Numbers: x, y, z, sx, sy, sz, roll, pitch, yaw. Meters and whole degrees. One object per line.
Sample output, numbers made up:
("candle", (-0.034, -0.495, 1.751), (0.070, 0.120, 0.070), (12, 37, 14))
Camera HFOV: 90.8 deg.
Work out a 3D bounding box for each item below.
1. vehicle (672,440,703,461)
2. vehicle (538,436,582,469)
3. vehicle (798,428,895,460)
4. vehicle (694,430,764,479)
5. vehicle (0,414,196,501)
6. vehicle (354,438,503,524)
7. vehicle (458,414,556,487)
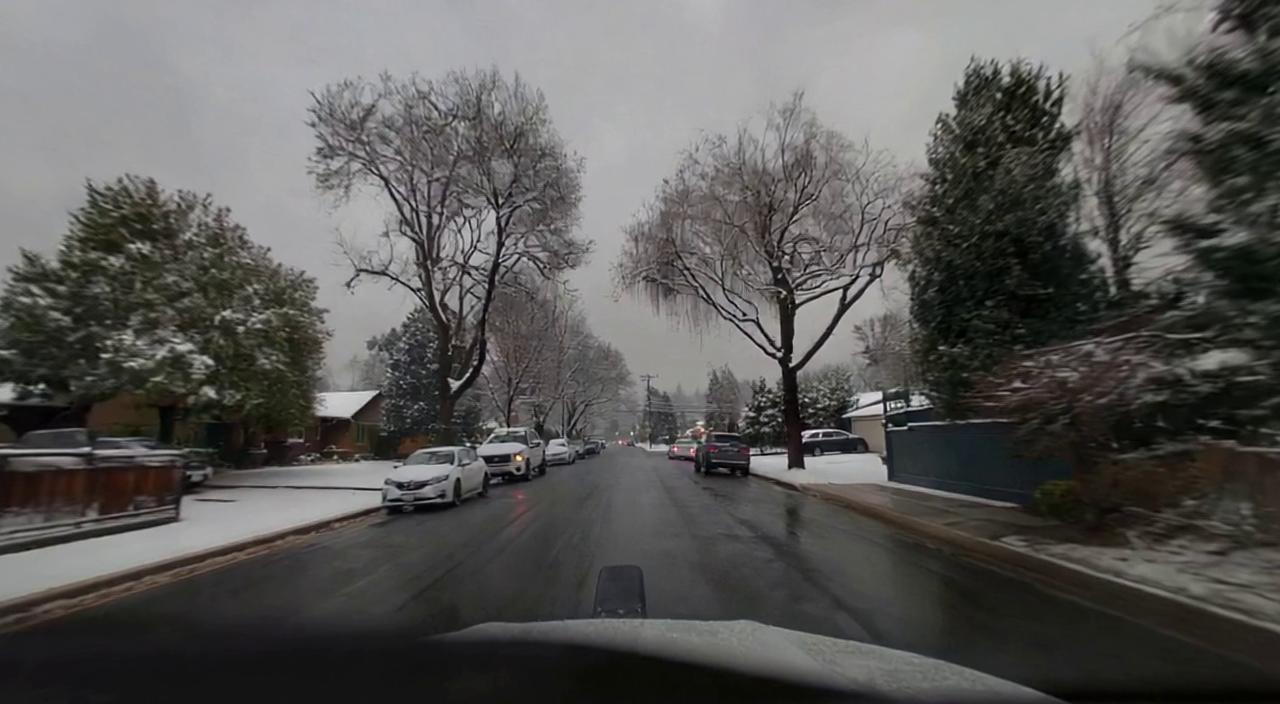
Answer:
("vehicle", (3.473, 7.303, 46.789), (1.945, 1.495, 3.983), (0, -8, -1))
("vehicle", (-4.863, 6.113, 38.953), (2.140, 1.815, 4.926), (0, -7, -1))
("vehicle", (12.324, 5.512, 37.894), (5.043, 1.865, 2.026), (0, -8, -1))
("vehicle", (3.482, 4.120, 25.528), (2.082, 1.790, 4.330), (0, -8, -1))
("vehicle", (-13.274, 2.255, 13.807), (5.334, 1.743, 2.259), (0, -7, -3))
("vehicle", (-4.518, 2.764, 14.316), (2.031, 1.479, 4.497), (-2, -7, -3))
("vehicle", (-4.917, 3.730, 24.646), (2.476, 2.434, 6.543), (-1, -7, -1))
